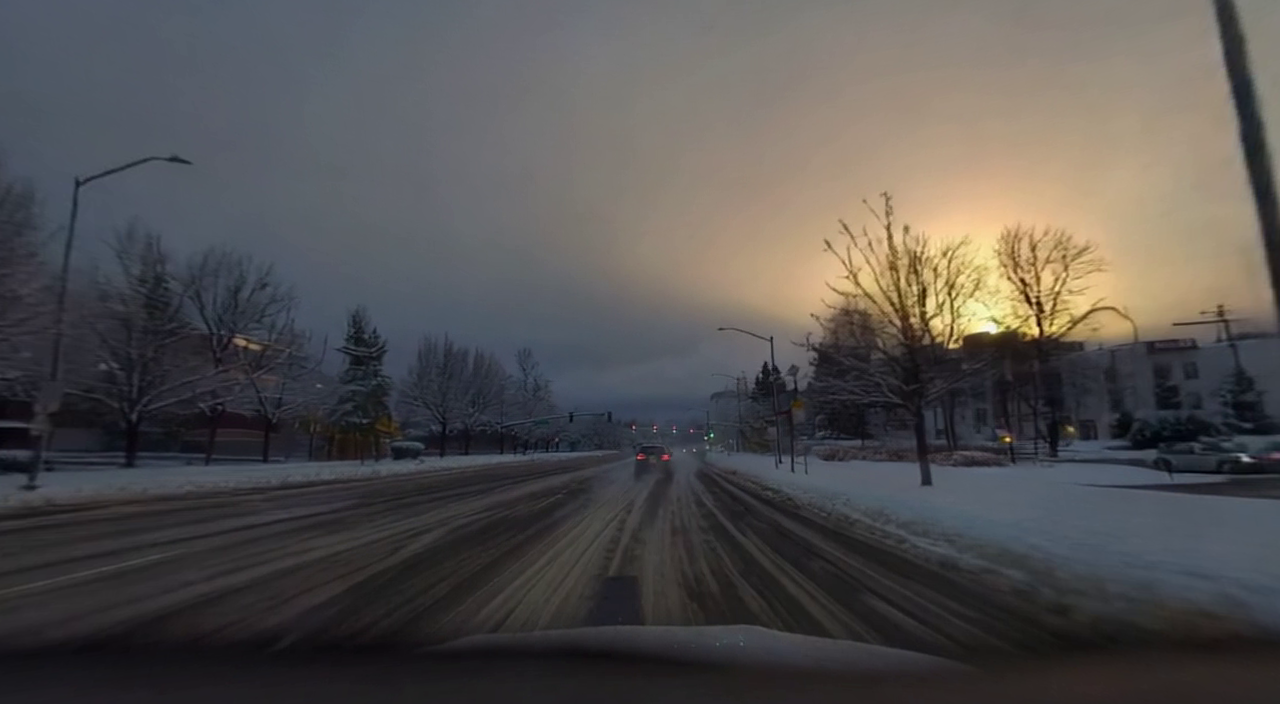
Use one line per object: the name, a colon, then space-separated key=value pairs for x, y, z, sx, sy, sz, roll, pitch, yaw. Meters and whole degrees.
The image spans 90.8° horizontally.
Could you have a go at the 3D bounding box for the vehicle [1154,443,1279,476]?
vehicle: x=28.021 y=5.195 z=30.824 sx=1.839 sy=1.470 sz=4.548 roll=0 pitch=-9 yaw=-3

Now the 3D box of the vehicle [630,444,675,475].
vehicle: x=0.670 y=5.446 z=32.279 sx=2.133 sy=1.481 sz=4.276 roll=0 pitch=-9 yaw=2
